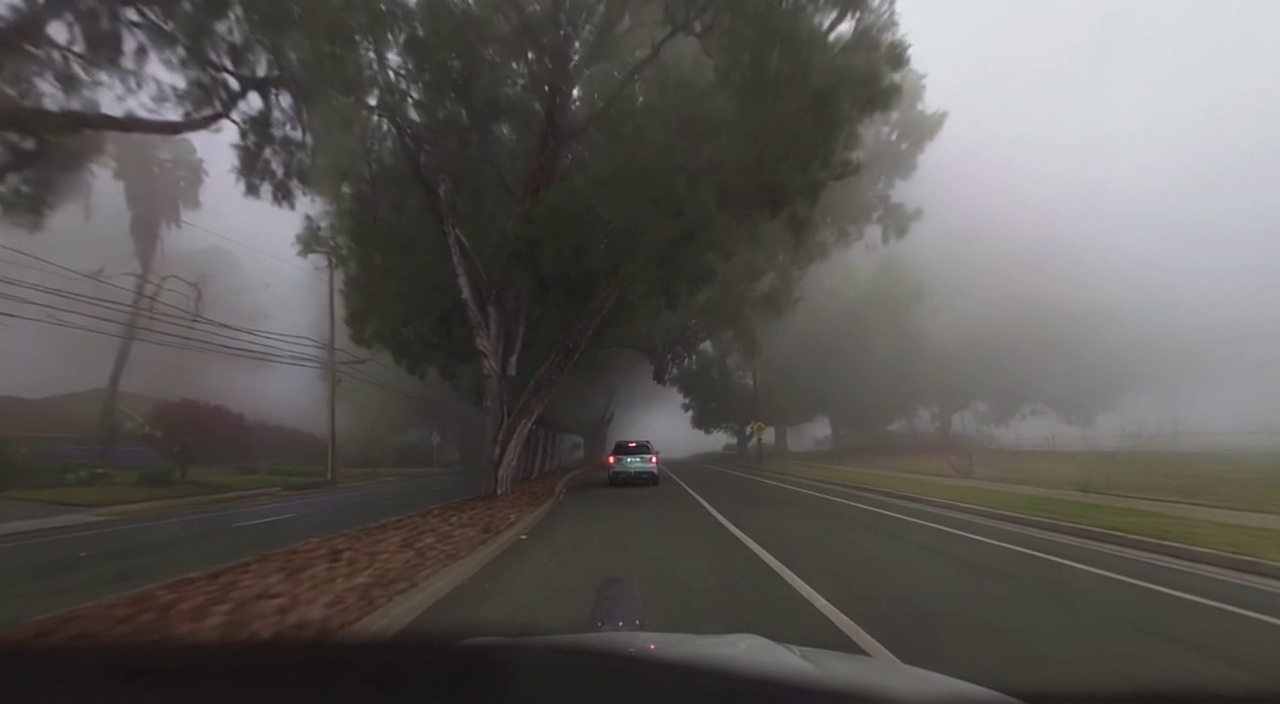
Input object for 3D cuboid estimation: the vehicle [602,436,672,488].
[{"bbox_3d":[-0.113,3.797,22.090,2.181,1.639,4.127,0,-9,0],"label":"vehicle"}]
